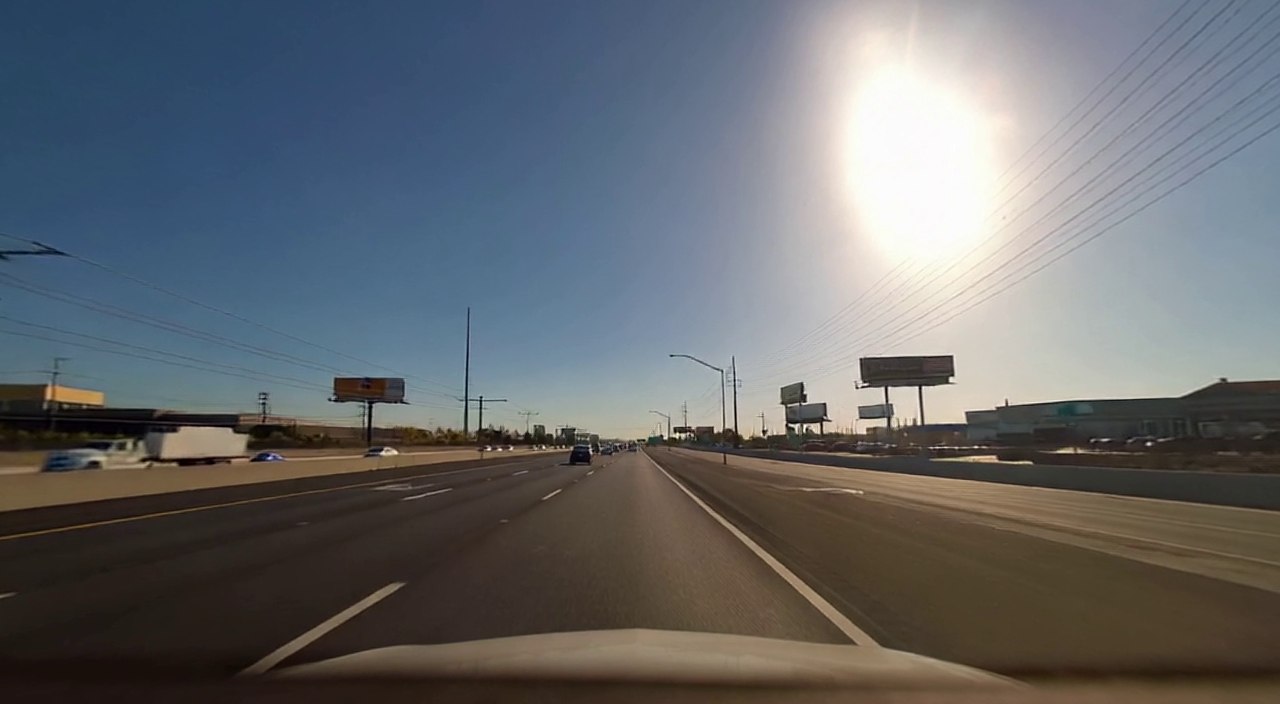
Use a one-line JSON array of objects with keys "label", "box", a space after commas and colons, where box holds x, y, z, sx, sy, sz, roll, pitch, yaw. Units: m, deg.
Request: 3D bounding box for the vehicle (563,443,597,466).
[{"label": "vehicle", "box": [-4.219, 7.271, 45.018, 1.940, 1.479, 4.545, 0, -9, 0]}]
